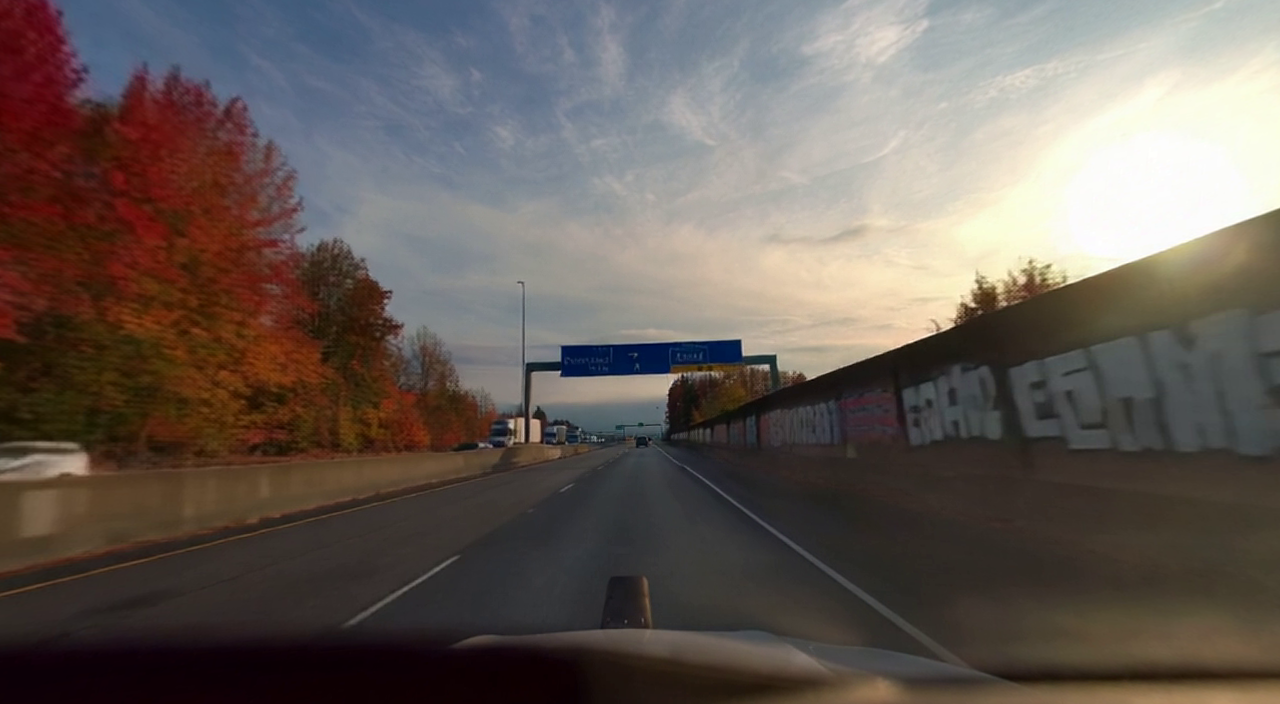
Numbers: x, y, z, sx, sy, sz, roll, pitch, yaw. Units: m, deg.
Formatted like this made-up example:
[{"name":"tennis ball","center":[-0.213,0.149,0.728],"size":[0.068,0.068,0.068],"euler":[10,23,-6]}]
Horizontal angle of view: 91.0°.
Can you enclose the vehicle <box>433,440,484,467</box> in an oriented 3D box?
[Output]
[{"name":"vehicle","center":[-10.660,5.945,37.231],"size":[1.816,1.494,3.931],"euler":[0,-8,0]}]
